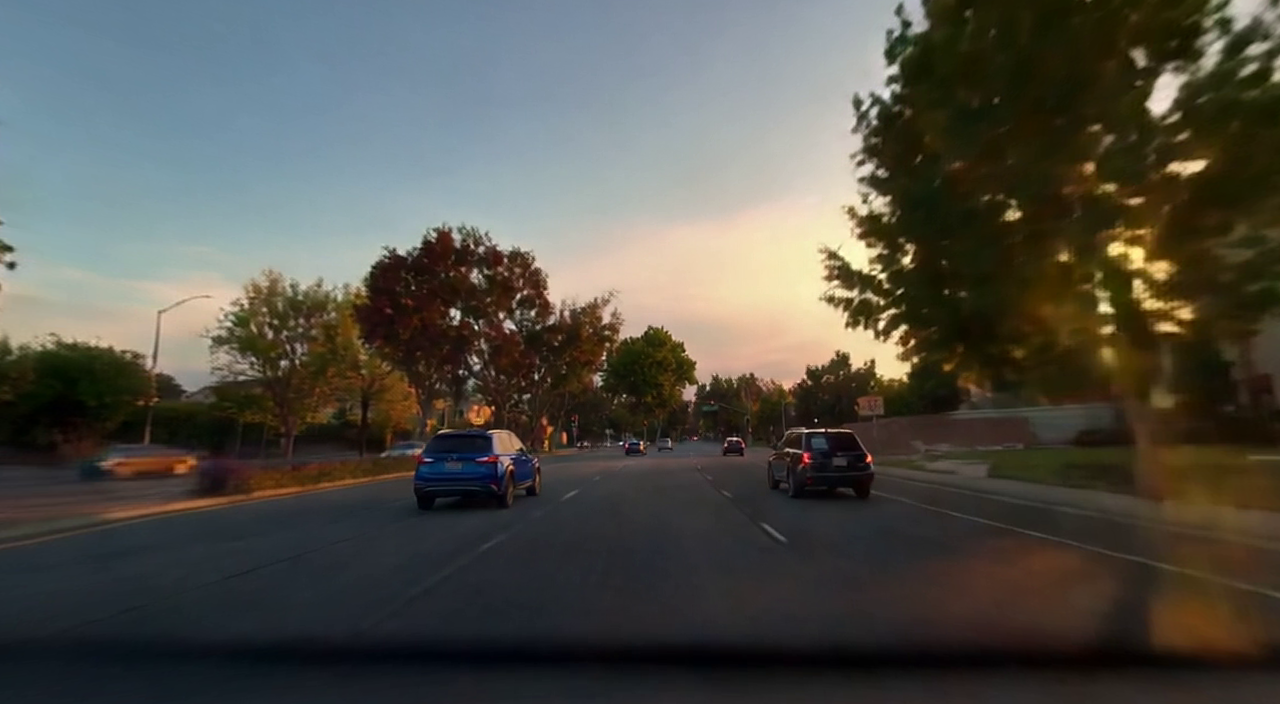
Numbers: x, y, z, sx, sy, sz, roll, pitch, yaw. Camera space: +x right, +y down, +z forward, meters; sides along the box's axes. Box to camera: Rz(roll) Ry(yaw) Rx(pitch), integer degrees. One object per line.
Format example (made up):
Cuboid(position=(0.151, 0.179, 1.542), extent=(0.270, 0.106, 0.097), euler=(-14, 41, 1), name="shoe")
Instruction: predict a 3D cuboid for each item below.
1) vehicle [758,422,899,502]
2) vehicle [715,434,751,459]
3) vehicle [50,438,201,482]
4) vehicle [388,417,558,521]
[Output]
Cuboid(position=(4.343, 2.627, 15.437), extent=(2.132, 1.659, 4.387), euler=(0, -8, 1), name="vehicle")
Cuboid(position=(6.559, 6.726, 44.885), extent=(2.169, 1.669, 4.037), euler=(-1, -8, 4), name="vehicle")
Cuboid(position=(-18.934, 3.964, 23.554), extent=(1.821, 1.463, 4.363), euler=(-1, -8, 3), name="vehicle")
Cuboid(position=(-3.061, 2.269, 12.785), extent=(2.045, 1.688, 4.632), euler=(0, -8, 2), name="vehicle")
